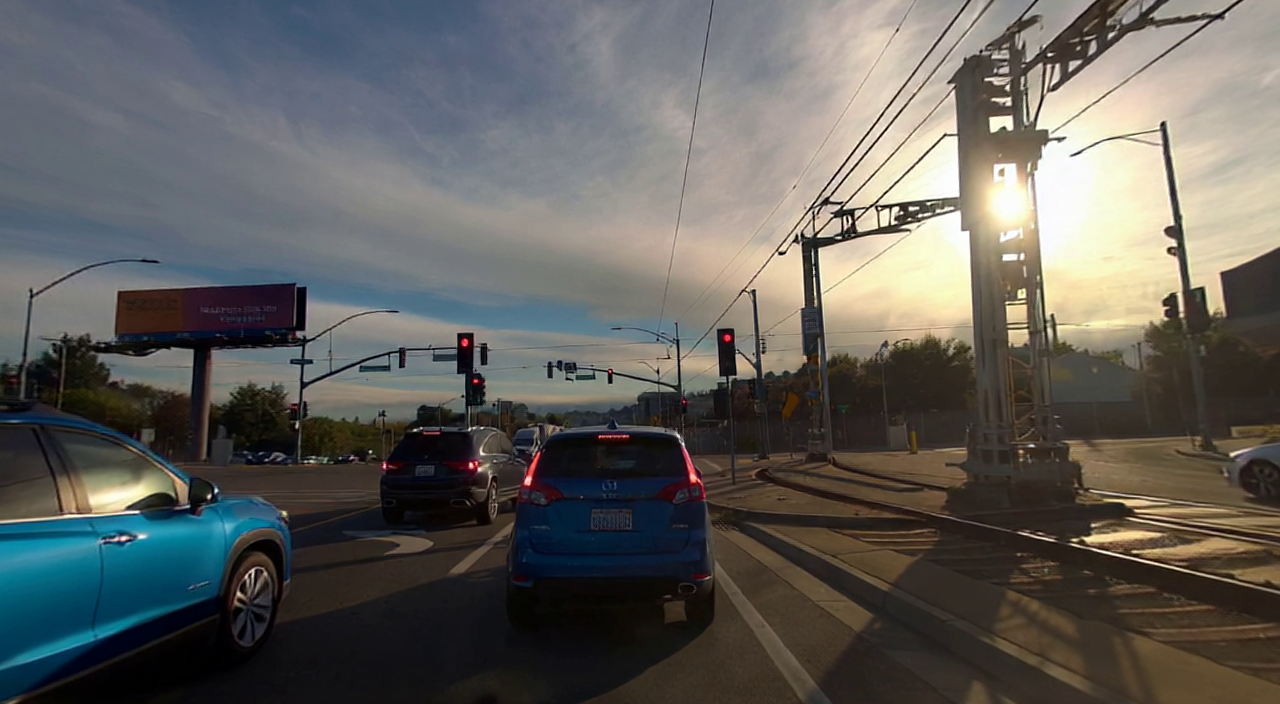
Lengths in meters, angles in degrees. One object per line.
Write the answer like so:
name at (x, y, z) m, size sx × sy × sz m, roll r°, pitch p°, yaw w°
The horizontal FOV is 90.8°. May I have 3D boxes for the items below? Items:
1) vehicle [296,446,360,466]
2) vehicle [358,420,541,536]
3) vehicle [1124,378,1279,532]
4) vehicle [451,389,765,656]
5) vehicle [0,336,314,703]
vehicle at (-24.205, 8.069, 49.087) m, size 4.357 × 1.444 × 1.842 m, roll -3°, pitch -9°, yaw 19°
vehicle at (-3.147, 2.184, 11.508) m, size 1.988 × 1.678 × 4.317 m, roll 0°, pitch -9°, yaw 0°
vehicle at (9.609, 1.317, 8.190) m, size 5.060 × 1.702 × 2.033 m, roll 1°, pitch -9°, yaw -4°
vehicle at (-0.210, 1.376, 5.997) m, size 2.025 × 1.723 × 3.644 m, roll 0°, pitch -9°, yaw 0°
vehicle at (-3.927, 0.864, 2.981) m, size 2.052 × 1.814 × 5.184 m, roll 0°, pitch -9°, yaw -1°
